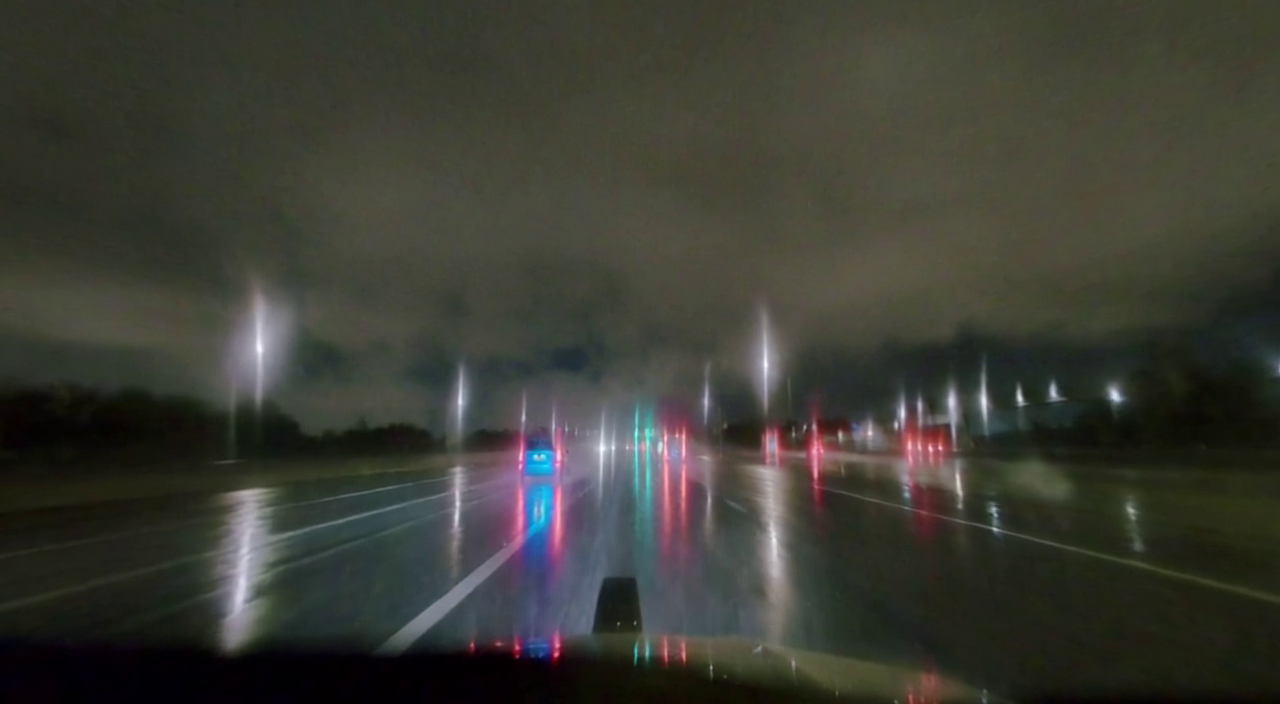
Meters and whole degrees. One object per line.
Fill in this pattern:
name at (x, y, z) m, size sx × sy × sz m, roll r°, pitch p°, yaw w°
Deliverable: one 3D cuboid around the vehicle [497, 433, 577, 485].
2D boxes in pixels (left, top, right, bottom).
vehicle at (-3.841, 4.116, 24.501) m, size 2.205 × 1.773 × 5.124 m, roll 0°, pitch -9°, yaw 0°
